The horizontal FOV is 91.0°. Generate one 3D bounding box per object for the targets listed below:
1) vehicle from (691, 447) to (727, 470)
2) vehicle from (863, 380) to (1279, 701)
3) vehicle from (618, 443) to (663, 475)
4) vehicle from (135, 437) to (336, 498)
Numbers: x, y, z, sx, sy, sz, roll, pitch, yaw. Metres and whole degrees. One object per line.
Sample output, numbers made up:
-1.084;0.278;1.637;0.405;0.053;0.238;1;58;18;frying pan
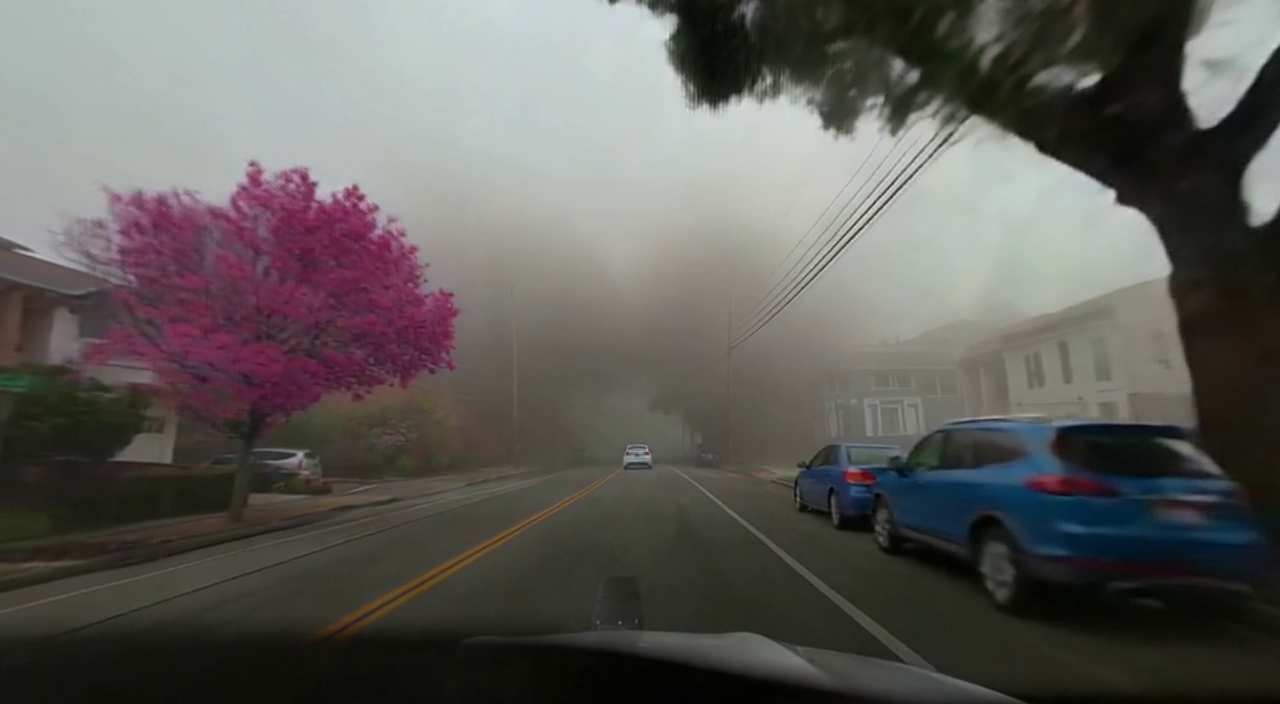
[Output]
4.840;7.523;44.744;1.977;1.481;5.155;0;-8;0;vehicle
4.122;1.446;6.185;2.100;1.830;5.040;0;-8;1;vehicle
0.053;5.293;31.338;2.104;1.500;3.815;0;-8;0;vehicle
-15.509;4.476;24.436;6.278;1.911;2.173;-3;-10;-1;vehicle
